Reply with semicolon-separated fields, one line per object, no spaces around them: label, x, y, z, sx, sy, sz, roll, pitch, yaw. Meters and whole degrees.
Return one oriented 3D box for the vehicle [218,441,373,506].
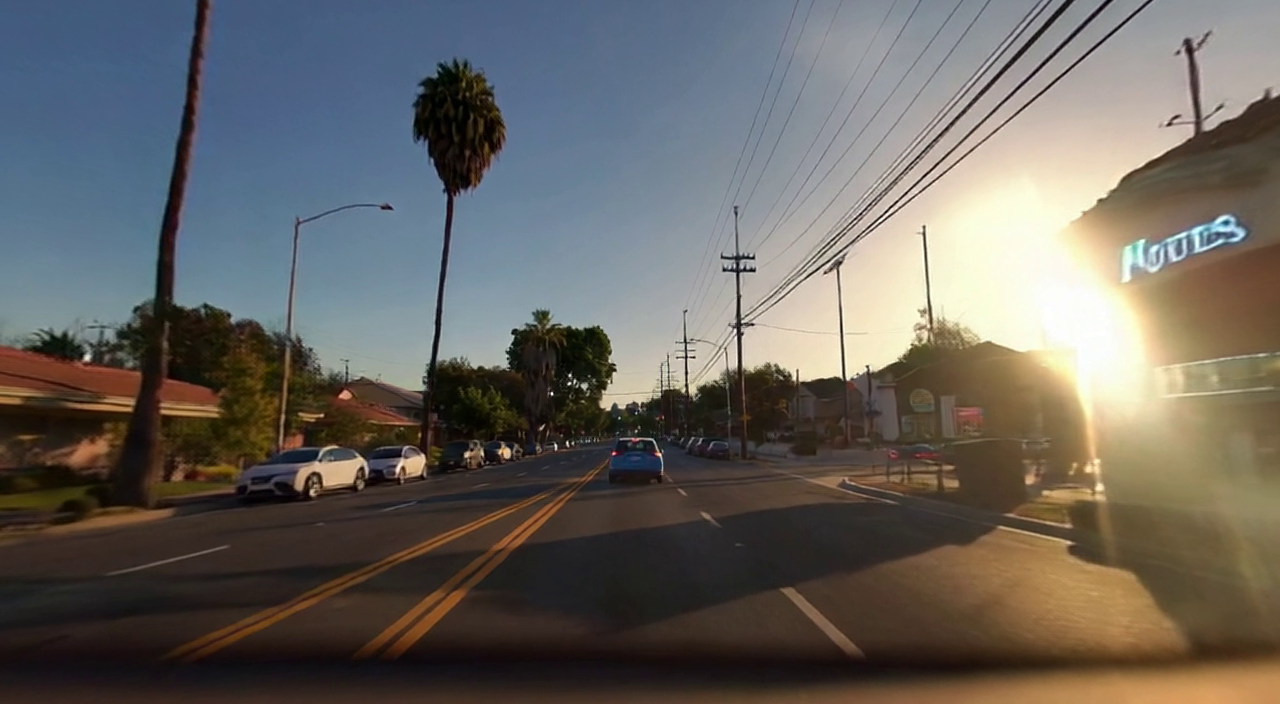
vehicle;-10.161;3.583;19.117;2.075;1.693;4.696;0;-8;-1

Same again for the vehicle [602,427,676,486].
vehicle;-0.103;3.561;21.673;2.264;1.798;4.563;0;-8;-2

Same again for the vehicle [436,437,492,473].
vehicle;-10.081;5.925;36.406;1.958;1.937;4.114;-1;-8;2

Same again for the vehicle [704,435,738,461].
vehicle;5.989;7.175;47.009;2.005;1.775;4.324;0;-9;0

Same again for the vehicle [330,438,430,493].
vehicle;-10.184;4.434;25.152;1.992;1.744;4.896;-1;-6;-1
